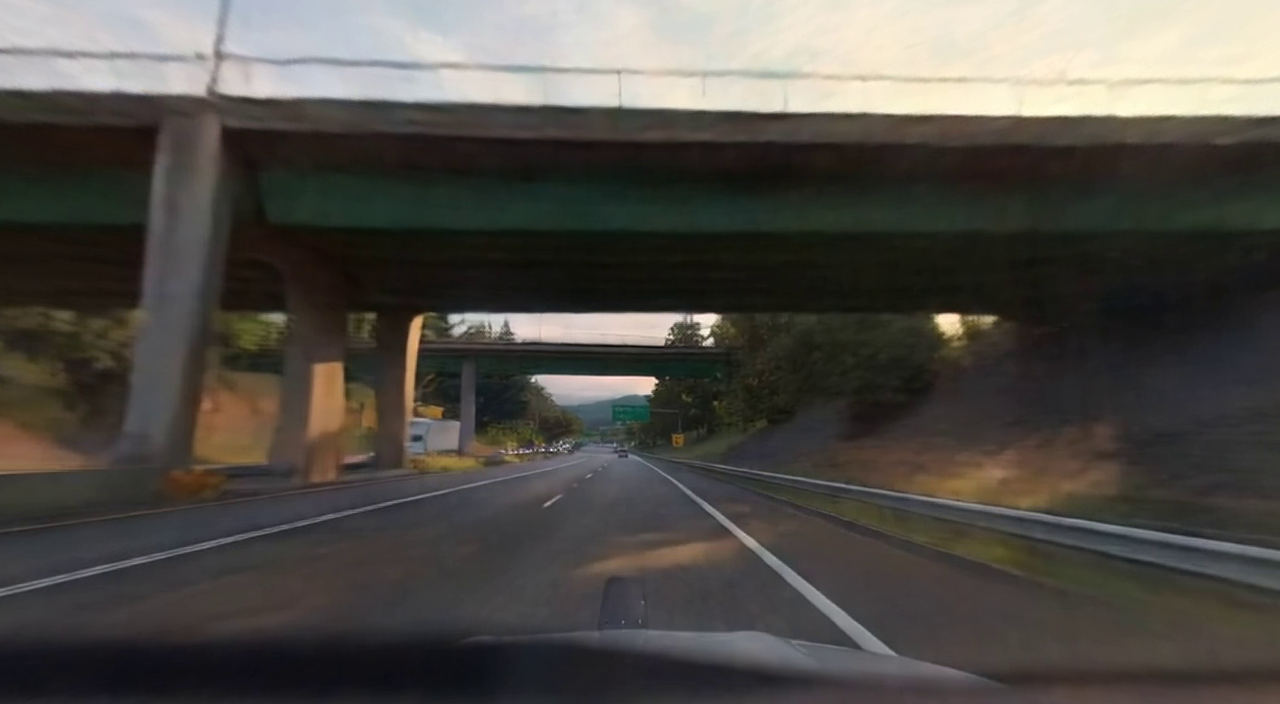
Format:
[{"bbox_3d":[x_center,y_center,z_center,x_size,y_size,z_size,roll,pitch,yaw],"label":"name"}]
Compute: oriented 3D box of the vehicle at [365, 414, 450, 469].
[{"bbox_3d":[-17.008,6.692,46.792,3.181,3.724,8.274,0,-9,-1],"label":"vehicle"}]
